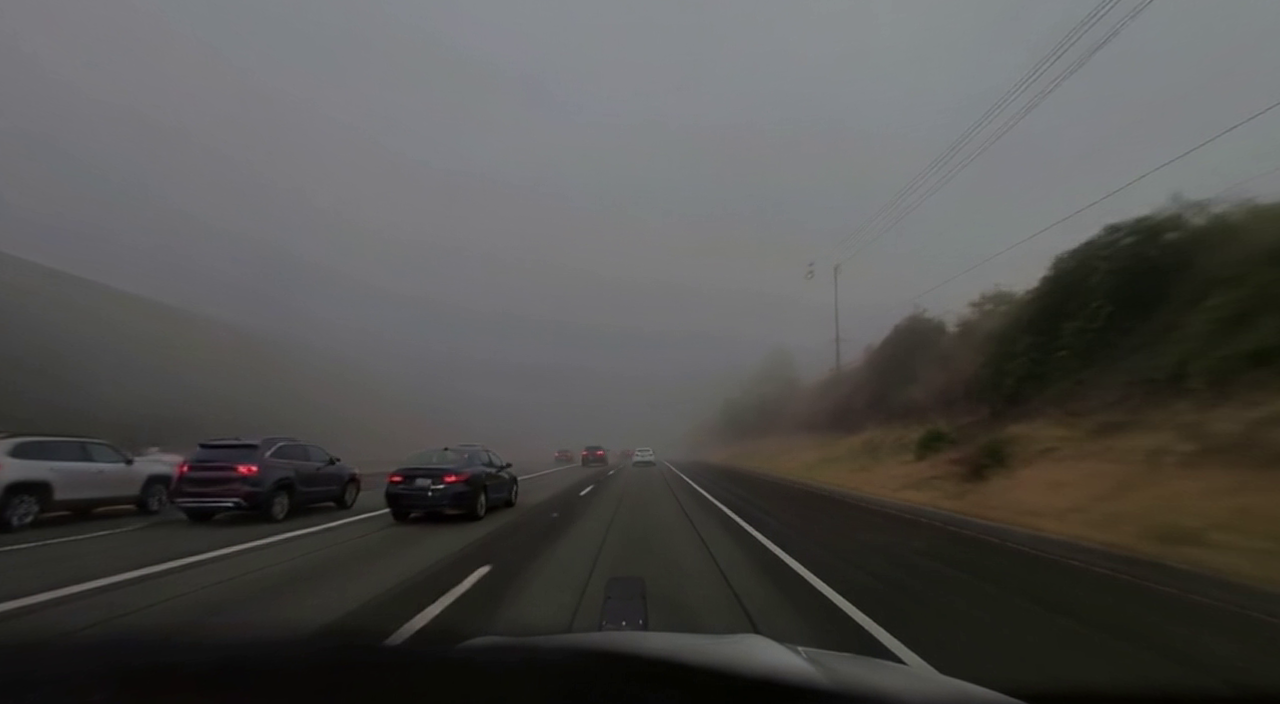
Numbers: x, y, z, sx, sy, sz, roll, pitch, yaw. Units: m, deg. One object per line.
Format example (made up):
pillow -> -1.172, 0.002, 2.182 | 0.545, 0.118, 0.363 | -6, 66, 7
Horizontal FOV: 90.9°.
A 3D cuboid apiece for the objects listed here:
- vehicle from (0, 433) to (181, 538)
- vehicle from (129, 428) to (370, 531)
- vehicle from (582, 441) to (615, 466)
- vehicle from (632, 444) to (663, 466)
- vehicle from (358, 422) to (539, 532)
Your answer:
vehicle -> -11.029, 2.317, 11.376 | 1.951, 1.628, 4.617 | 0, -8, 1
vehicle -> -7.232, 2.377, 12.340 | 1.959, 1.652, 4.170 | 0, -8, 1
vehicle -> -3.112, 7.748, 48.240 | 2.093, 1.831, 4.712 | 0, -8, 1
vehicle -> 0.495, 7.362, 45.295 | 2.074, 1.465, 3.977 | 0, -8, -1
vehicle -> -3.430, 2.331, 12.361 | 2.052, 1.731, 4.372 | 0, -8, 2
